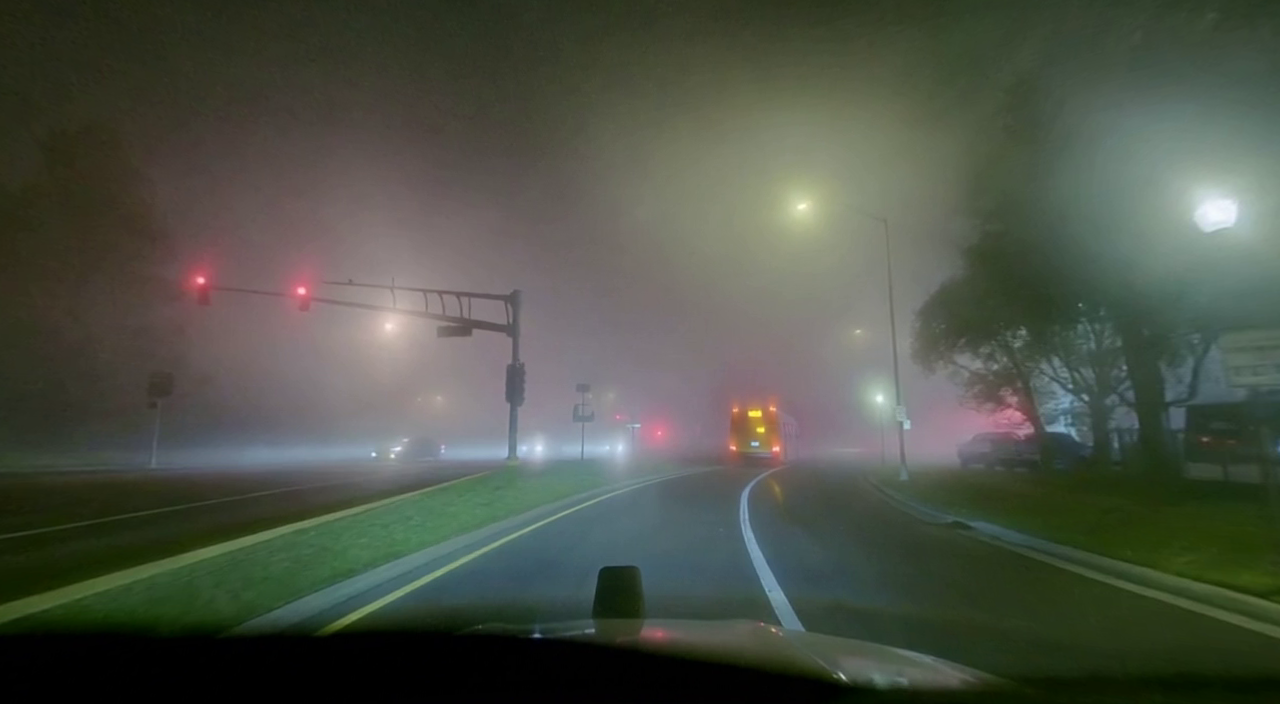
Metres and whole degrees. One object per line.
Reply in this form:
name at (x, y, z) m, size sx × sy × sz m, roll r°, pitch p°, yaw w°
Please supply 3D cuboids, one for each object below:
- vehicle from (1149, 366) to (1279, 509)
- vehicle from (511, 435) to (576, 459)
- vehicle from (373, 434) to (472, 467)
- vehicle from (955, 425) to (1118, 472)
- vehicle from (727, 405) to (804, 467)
vehicle at (14.086, 1.715, 12.577) m, size 2.607 × 2.822 × 7.145 m, roll -1°, pitch -9°, yaw 8°
vehicle at (-6.693, 6.678, 44.315) m, size 2.054 × 1.607 × 4.615 m, roll -5°, pitch -10°, yaw 29°
vehicle at (-10.751, 4.923, 31.511) m, size 1.854 × 1.484 × 4.526 m, roll -5°, pitch -10°, yaw 29°
vehicle at (17.739, 4.381, 28.605) m, size 5.856 × 1.945 × 2.183 m, roll -3°, pitch -9°, yaw 21°
vehicle at (8.354, 5.490, 40.706) m, size 3.031 × 3.429 × 11.005 m, roll -3°, pitch -9°, yaw 20°
